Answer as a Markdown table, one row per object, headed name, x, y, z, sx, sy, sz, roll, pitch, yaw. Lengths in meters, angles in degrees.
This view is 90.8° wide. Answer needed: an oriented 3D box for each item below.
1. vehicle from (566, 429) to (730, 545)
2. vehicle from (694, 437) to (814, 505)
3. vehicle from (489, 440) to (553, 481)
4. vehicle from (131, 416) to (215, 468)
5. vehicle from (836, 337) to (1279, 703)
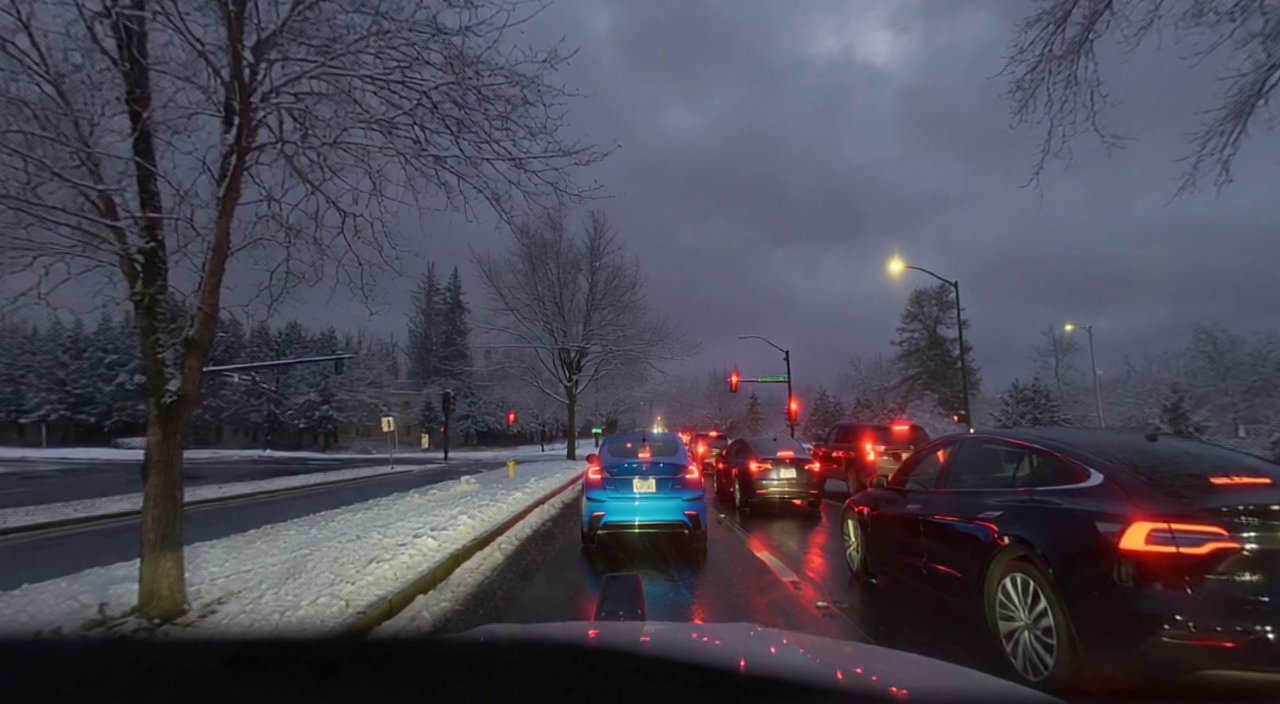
| name | x | y | z | sx | sy | sz | roll | pitch | yaw |
| --- | --- | --- | --- | --- | --- | --- | --- | --- | --- |
| vehicle | 0.025 | 2.084 | 10.460 | 2.147 | 1.499 | 4.240 | 0 | -8 | -2 |
| vehicle | 2.692 | 2.933 | 16.029 | 2.058 | 1.466 | 4.208 | 0 | -8 | -3 |
| vehicle | -4.638 | 4.289 | 25.248 | 1.972 | 1.457 | 4.171 | 0 | -8 | -4 |
| vehicle | -29.251 | 5.627 | 39.700 | 2.608 | 2.990 | 3.026 | 2 | -8 | 3 |
| vehicle | 3.180 | 1.105 | 4.297 | 2.167 | 1.676 | 4.443 | 0 | -8 | -1 |
